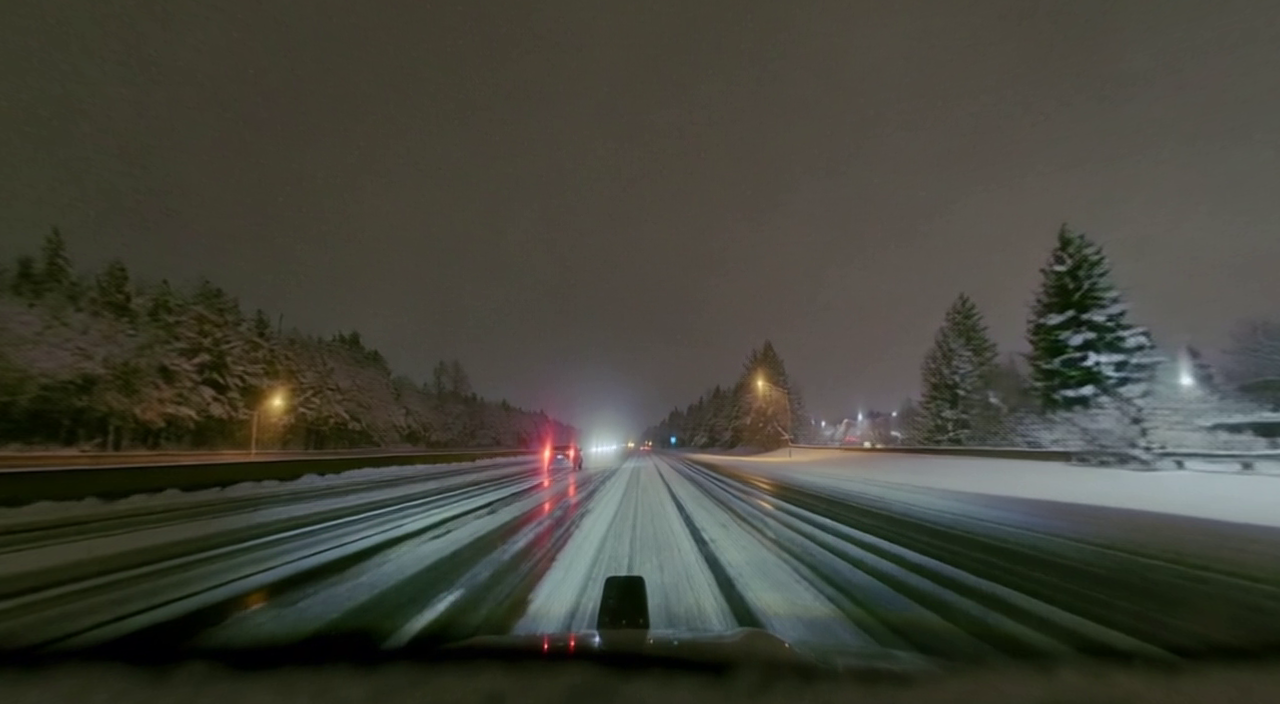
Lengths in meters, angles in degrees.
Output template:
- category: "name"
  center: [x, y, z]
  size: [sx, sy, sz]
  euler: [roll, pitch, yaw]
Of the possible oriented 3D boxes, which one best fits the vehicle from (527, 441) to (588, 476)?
- category: "vehicle"
  center: [-3.673, 4.814, 28.824]
  size: [2.128, 1.450, 4.078]
  euler: [0, -8, 1]
